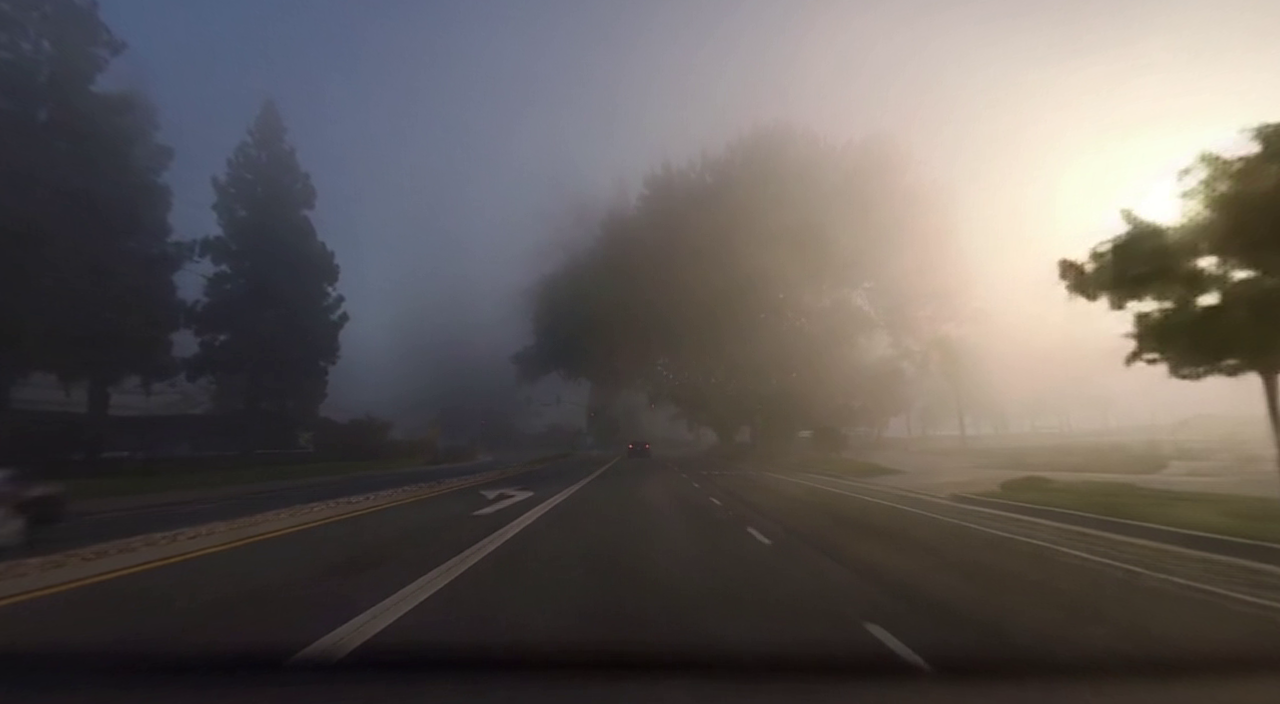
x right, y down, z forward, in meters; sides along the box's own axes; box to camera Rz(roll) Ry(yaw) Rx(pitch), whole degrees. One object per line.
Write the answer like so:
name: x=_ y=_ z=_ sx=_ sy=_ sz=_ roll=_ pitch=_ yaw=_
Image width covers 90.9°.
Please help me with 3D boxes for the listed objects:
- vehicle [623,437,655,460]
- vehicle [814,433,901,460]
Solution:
vehicle: x=-0.032 y=7.125 z=46.695 sx=2.196 sy=1.646 sz=4.109 roll=0 pitch=-8 yaw=2
vehicle: x=14.128 y=6.117 z=41.027 sx=5.001 sy=1.554 sz=1.961 roll=-3 pitch=-8 yaw=31
